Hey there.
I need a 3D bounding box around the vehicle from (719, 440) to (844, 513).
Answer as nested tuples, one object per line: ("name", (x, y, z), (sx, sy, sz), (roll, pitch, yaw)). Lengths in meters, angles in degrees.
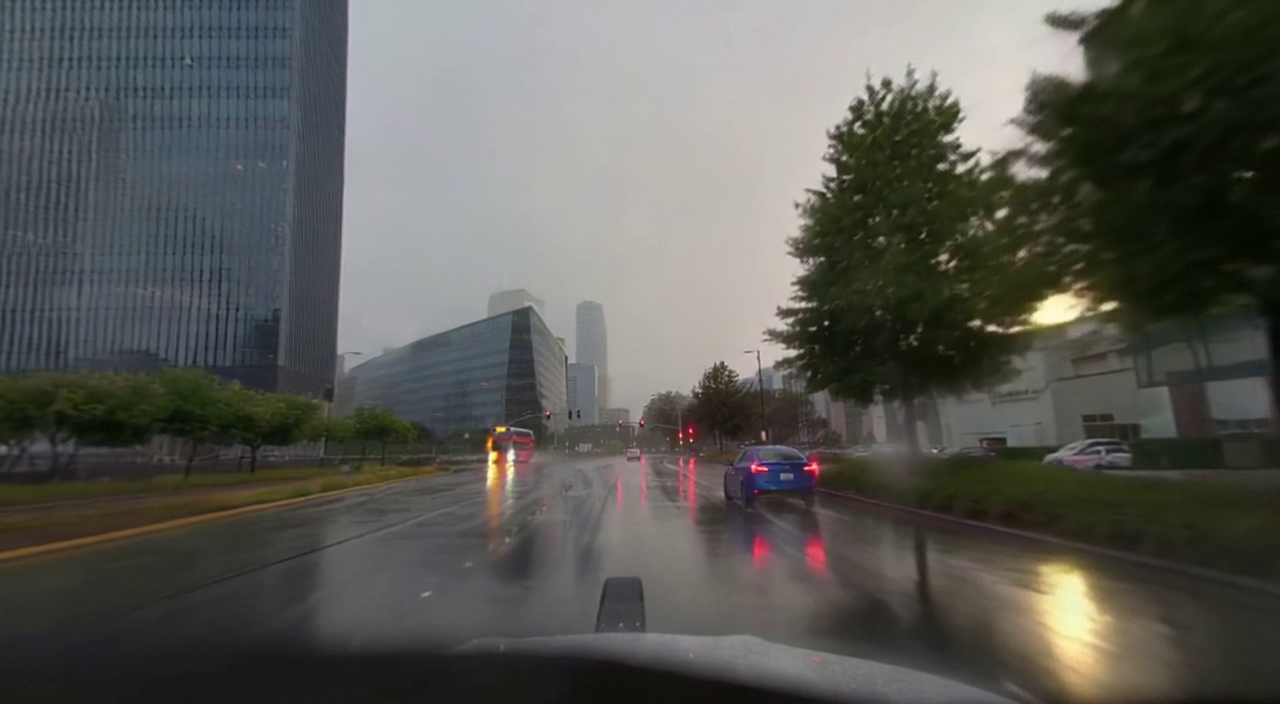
("vehicle", (3.231, 2.927, 15.294), (1.993, 1.501, 4.127), (0, -9, -1))
